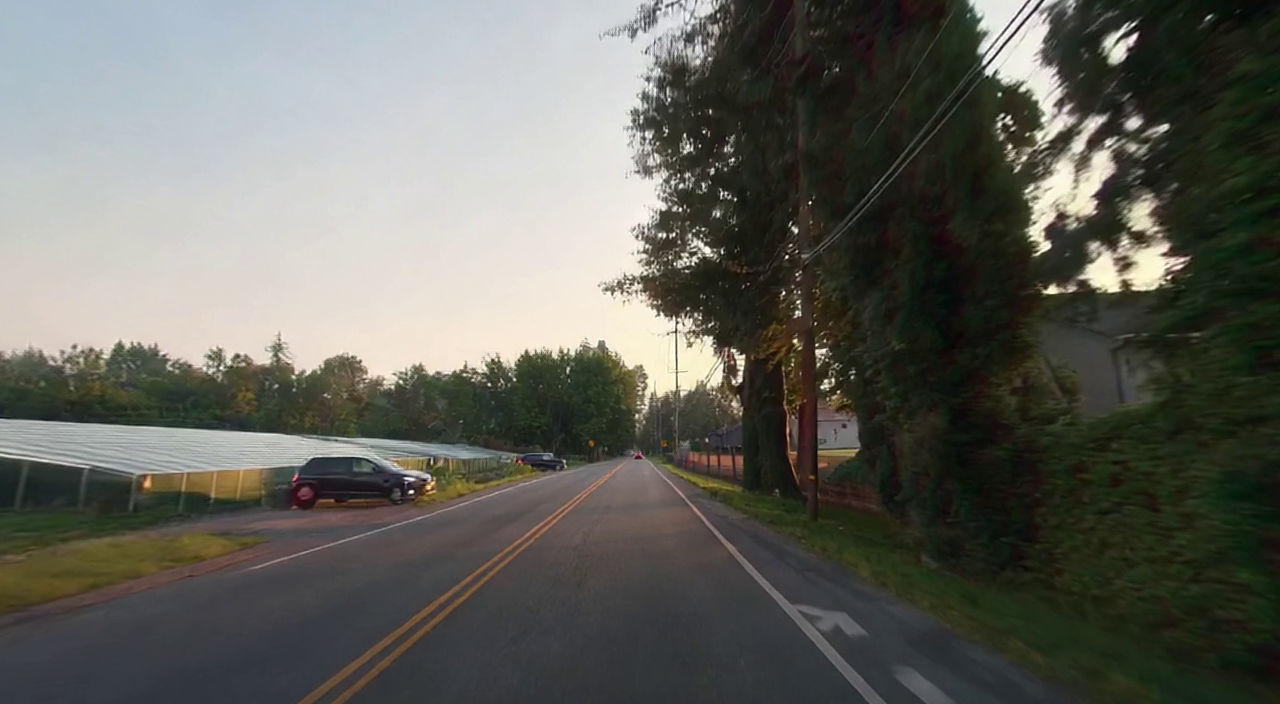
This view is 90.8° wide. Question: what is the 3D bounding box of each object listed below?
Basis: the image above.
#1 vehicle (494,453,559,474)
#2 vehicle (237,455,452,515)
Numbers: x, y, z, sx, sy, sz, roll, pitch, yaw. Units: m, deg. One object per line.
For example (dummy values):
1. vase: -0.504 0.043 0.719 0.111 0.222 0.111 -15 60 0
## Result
1. vehicle: -8.493 8.359 47.521 4.525 1.499 1.934 0 -9 1
2. vehicle: -7.985 3.568 17.295 4.954 1.449 2.141 -2 -9 11
